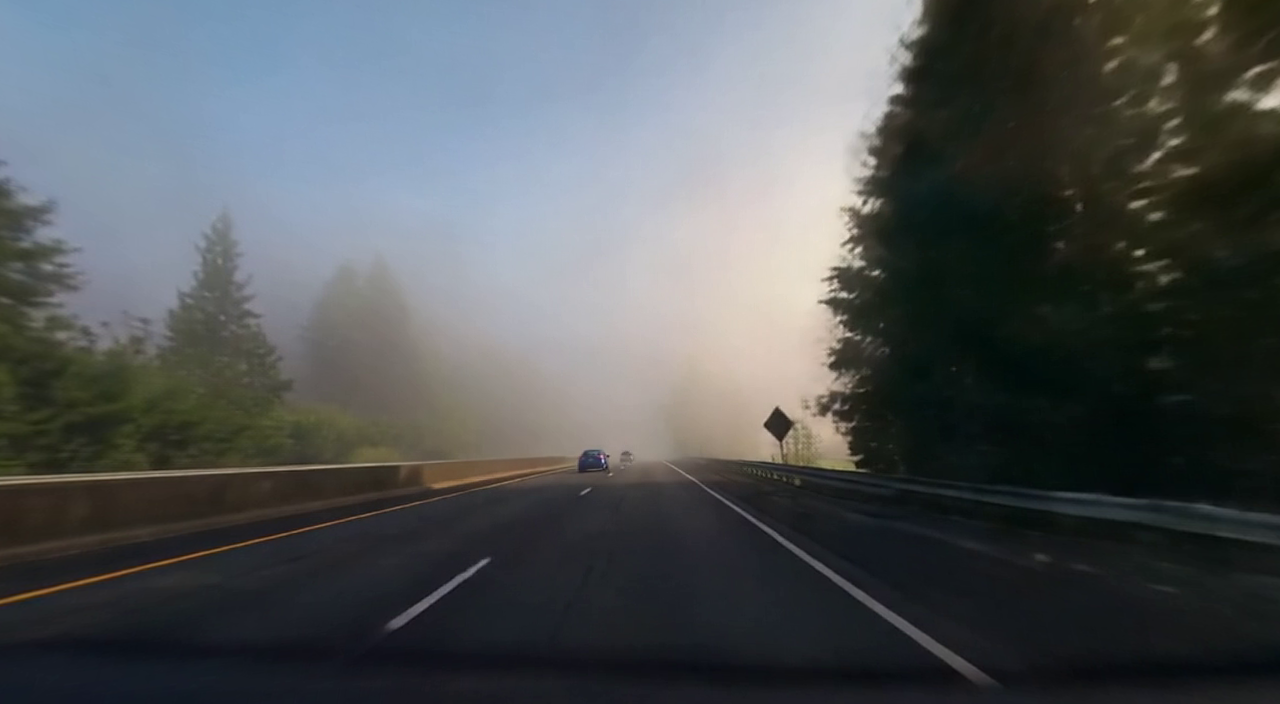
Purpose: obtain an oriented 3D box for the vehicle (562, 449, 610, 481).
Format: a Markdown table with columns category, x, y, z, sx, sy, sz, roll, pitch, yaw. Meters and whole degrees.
| category | x | y | z | sx | sy | sz | roll | pitch | yaw |
| --- | --- | --- | --- | --- | --- | --- | --- | --- | --- |
| vehicle | -2.616 | 5.628 | 31.683 | 1.917 | 1.450 | 3.997 | 0 | -9 | 2 |
